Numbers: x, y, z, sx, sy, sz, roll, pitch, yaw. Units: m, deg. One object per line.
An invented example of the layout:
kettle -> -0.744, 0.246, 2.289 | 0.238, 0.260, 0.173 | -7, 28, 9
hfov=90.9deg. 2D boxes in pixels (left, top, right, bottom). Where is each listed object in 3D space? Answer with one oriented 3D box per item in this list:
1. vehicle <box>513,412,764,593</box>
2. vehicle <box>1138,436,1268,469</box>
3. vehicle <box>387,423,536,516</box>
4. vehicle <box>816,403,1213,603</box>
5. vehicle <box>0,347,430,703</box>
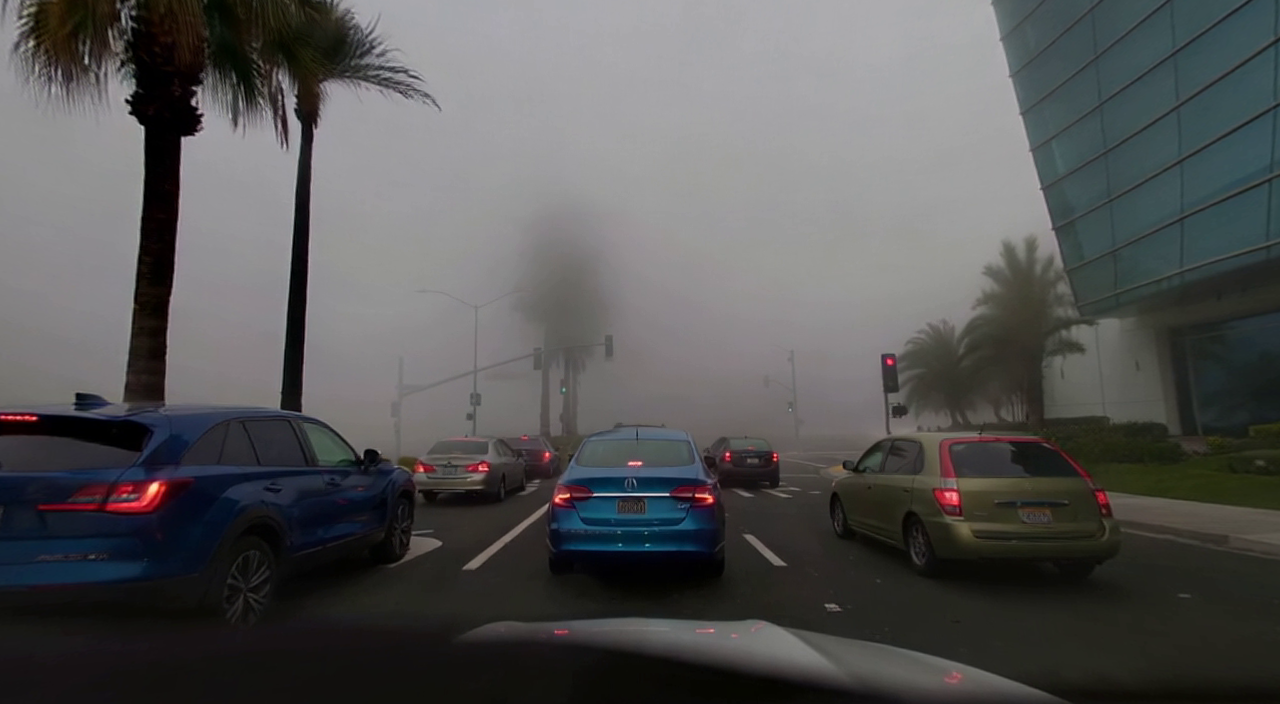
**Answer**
vehicle -> -0.056, 1.656, 7.812 | 2.219, 1.586, 4.321 | 0, -8, -1
vehicle -> 25.479, 4.542, 28.644 | 4.014, 1.417, 1.777 | -1, -8, 5
vehicle -> -3.468, 2.362, 13.071 | 1.917, 1.631, 3.768 | 0, -8, 1
vehicle -> 3.837, 1.619, 7.677 | 2.064, 1.696, 4.431 | 0, -8, 0
vehicle -> -3.538, 1.174, 5.362 | 2.014, 1.775, 4.404 | 0, -8, -1
